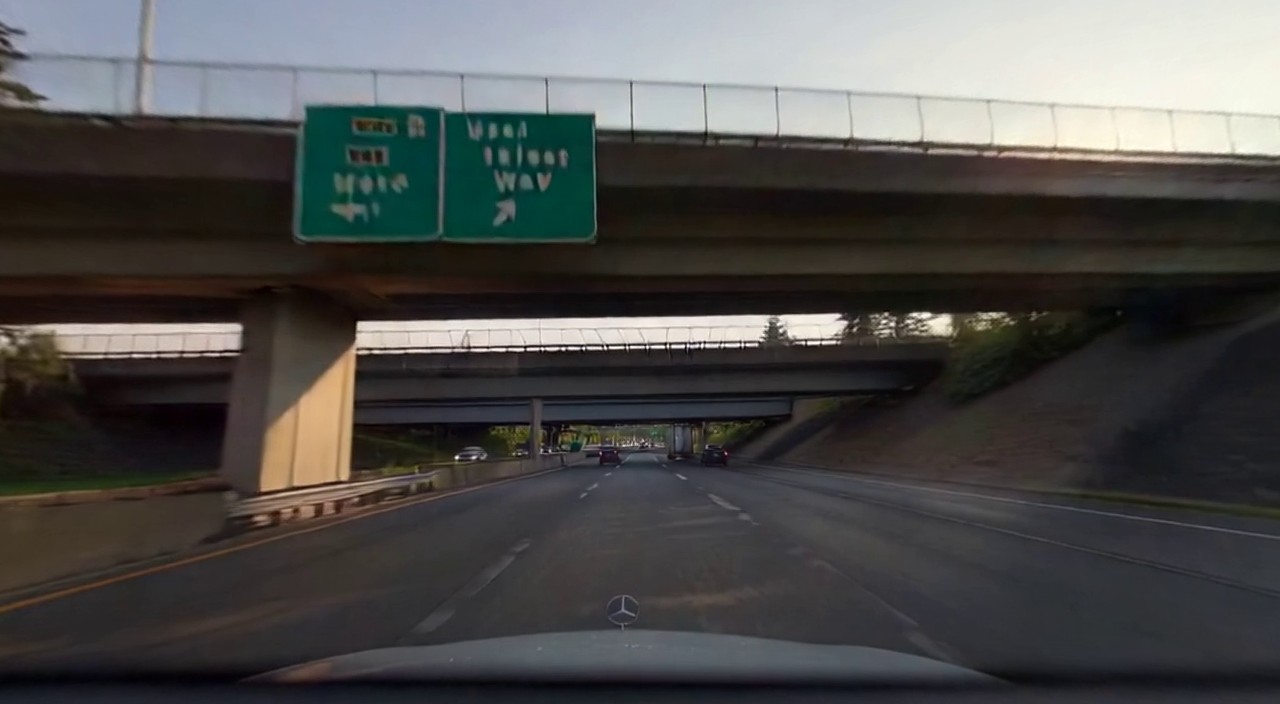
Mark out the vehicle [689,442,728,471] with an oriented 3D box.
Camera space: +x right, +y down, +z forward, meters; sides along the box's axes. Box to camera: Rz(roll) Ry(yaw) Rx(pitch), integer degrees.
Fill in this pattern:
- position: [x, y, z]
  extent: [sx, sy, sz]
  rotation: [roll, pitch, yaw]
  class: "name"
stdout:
- position: [4.727, 7.236, 44.032]
  extent: [2.100, 1.889, 4.969]
  rotation: [0, -9, -1]
  class: "vehicle"
